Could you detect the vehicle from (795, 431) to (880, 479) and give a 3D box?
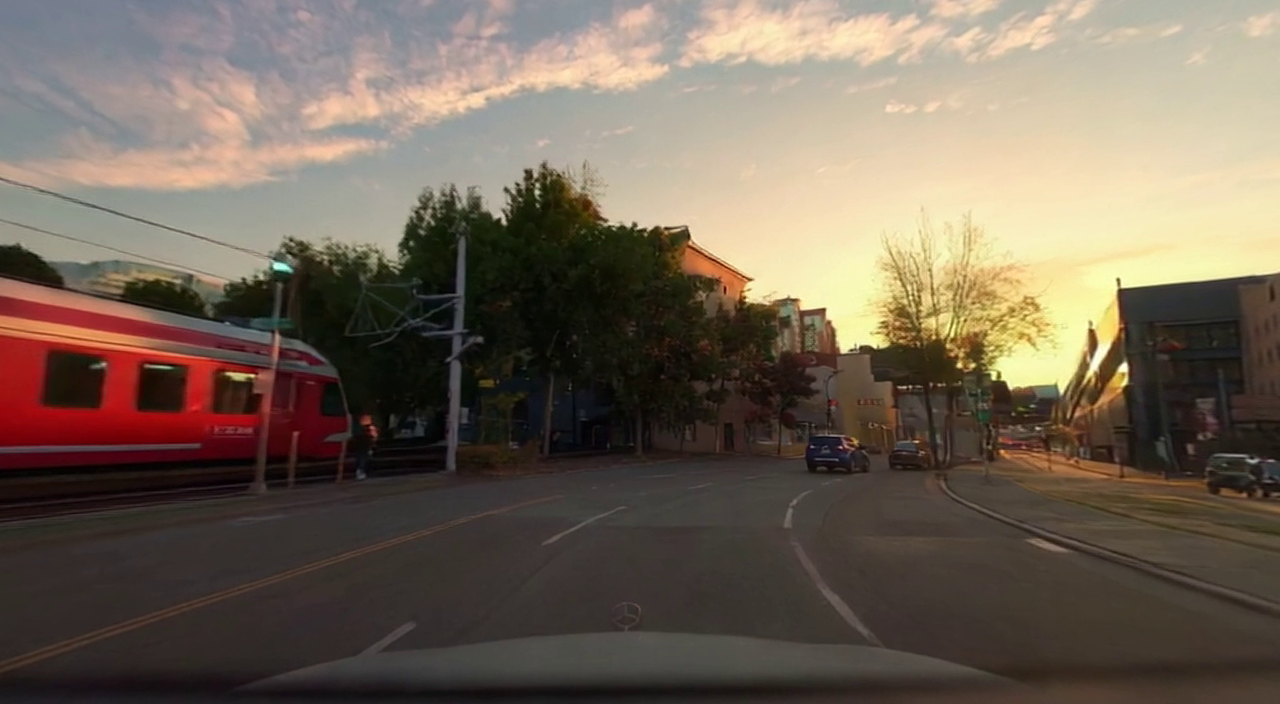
[{"bbox_3d":[8.186,4.165,25.885,2.263,1.765,4.237,-5,-10,31],"label":"vehicle"}]

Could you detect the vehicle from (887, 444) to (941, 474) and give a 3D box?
[{"bbox_3d":[17.042,6.616,39.191,2.010,1.725,4.320,-7,-11,37],"label":"vehicle"}]

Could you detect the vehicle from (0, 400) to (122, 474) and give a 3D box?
[{"bbox_3d":[-32.548,4.285,31.605,2.931,3.569,12.284,0,-8,0],"label":"vehicle"}]

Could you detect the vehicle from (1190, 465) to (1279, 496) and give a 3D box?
[{"bbox_3d":[32.057,6.759,33.370,4.118,1.477,1.691,-1,-8,6],"label":"vehicle"}]
